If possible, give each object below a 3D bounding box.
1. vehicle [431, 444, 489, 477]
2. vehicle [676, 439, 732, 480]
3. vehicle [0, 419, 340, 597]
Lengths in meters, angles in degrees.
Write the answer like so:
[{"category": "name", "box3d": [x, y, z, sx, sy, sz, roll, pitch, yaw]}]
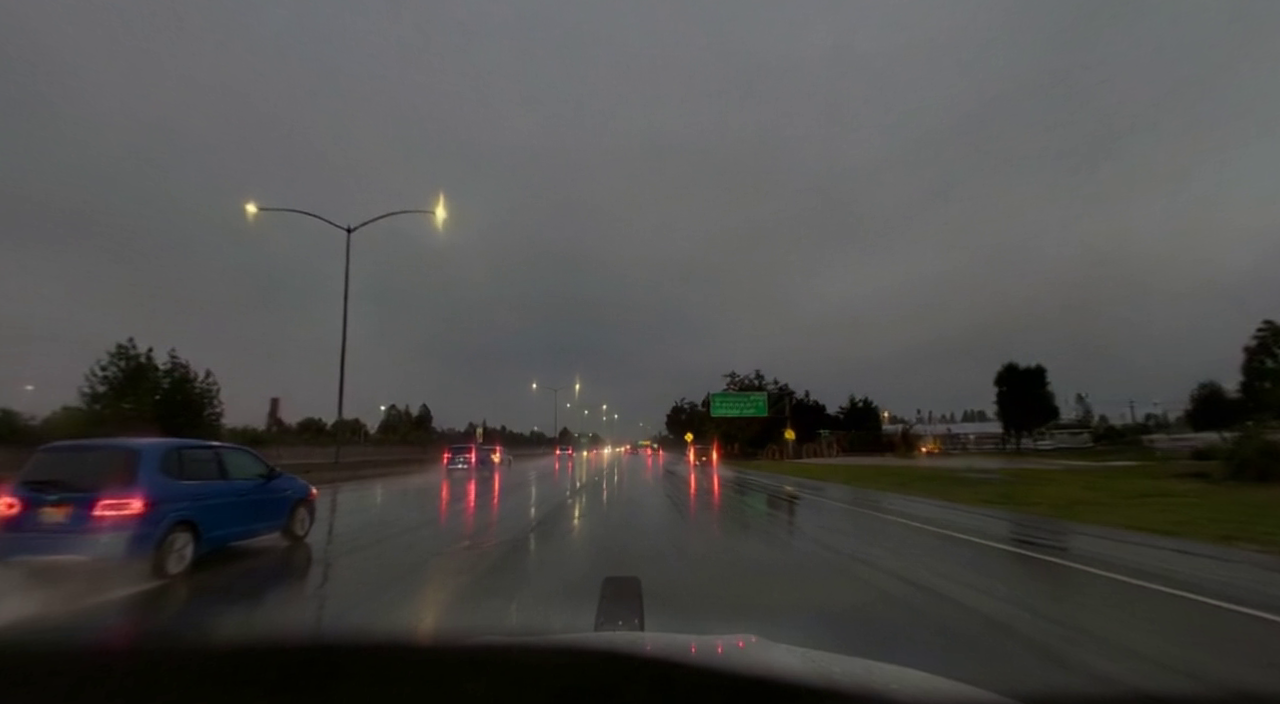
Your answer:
[{"category": "vehicle", "box3d": [-10.974, 6.608, 38.646, 2.137, 1.873, 4.687, 0, -9, 0]}, {"category": "vehicle", "box3d": [3.164, 5.454, 32.162, 2.184, 1.892, 4.763, 0, -9, -2]}, {"category": "vehicle", "box3d": [-6.974, 1.998, 9.180, 2.524, 1.806, 5.325, 0, -9, 1]}]
